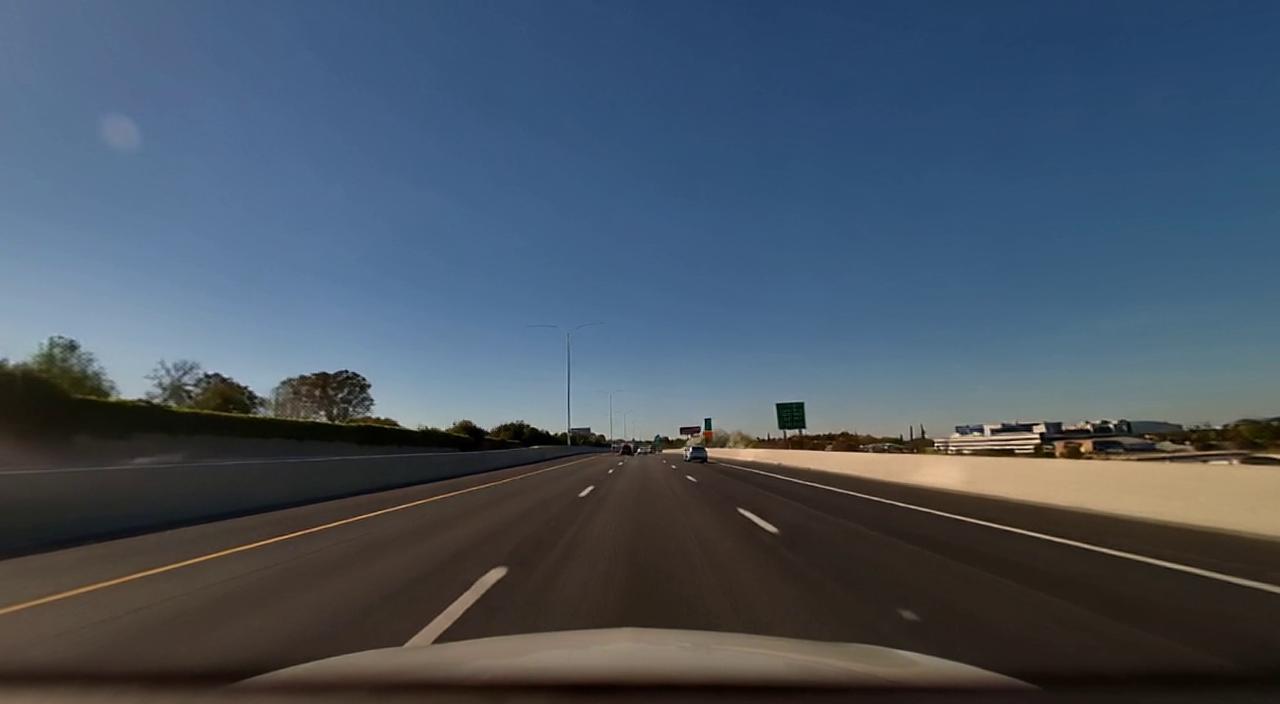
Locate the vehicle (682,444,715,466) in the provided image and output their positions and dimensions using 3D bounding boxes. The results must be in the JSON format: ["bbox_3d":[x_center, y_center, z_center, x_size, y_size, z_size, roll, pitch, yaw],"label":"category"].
[{"bbox_3d":[4.130,7.342,45.105,2.003,1.520,4.058,0,-9,0],"label":"vehicle"}]
